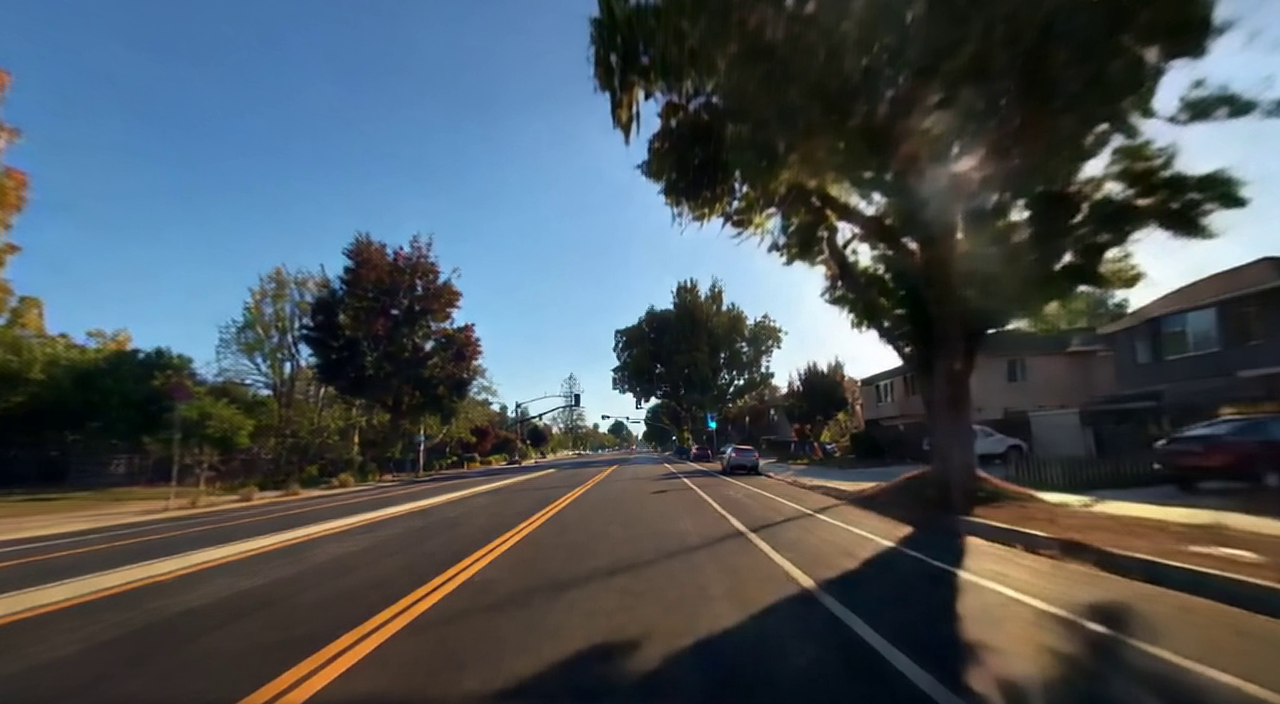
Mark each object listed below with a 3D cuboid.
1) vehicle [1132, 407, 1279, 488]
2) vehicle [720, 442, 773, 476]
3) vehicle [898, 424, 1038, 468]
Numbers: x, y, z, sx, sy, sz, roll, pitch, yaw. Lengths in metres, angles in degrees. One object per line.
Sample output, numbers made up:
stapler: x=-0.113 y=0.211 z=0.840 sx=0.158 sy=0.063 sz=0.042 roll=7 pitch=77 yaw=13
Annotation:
vehicle: x=13.261 y=1.954 z=12.985 sx=4.389 sy=1.530 sz=1.992 roll=-1 pitch=-8 yaw=6
vehicle: x=5.263 y=5.330 z=31.606 sx=1.955 sy=1.549 sz=4.129 roll=0 pitch=-8 yaw=0
vehicle: x=12.946 y=3.744 z=25.129 sx=4.476 sy=1.686 sz=1.878 roll=0 pitch=-8 yaw=1
